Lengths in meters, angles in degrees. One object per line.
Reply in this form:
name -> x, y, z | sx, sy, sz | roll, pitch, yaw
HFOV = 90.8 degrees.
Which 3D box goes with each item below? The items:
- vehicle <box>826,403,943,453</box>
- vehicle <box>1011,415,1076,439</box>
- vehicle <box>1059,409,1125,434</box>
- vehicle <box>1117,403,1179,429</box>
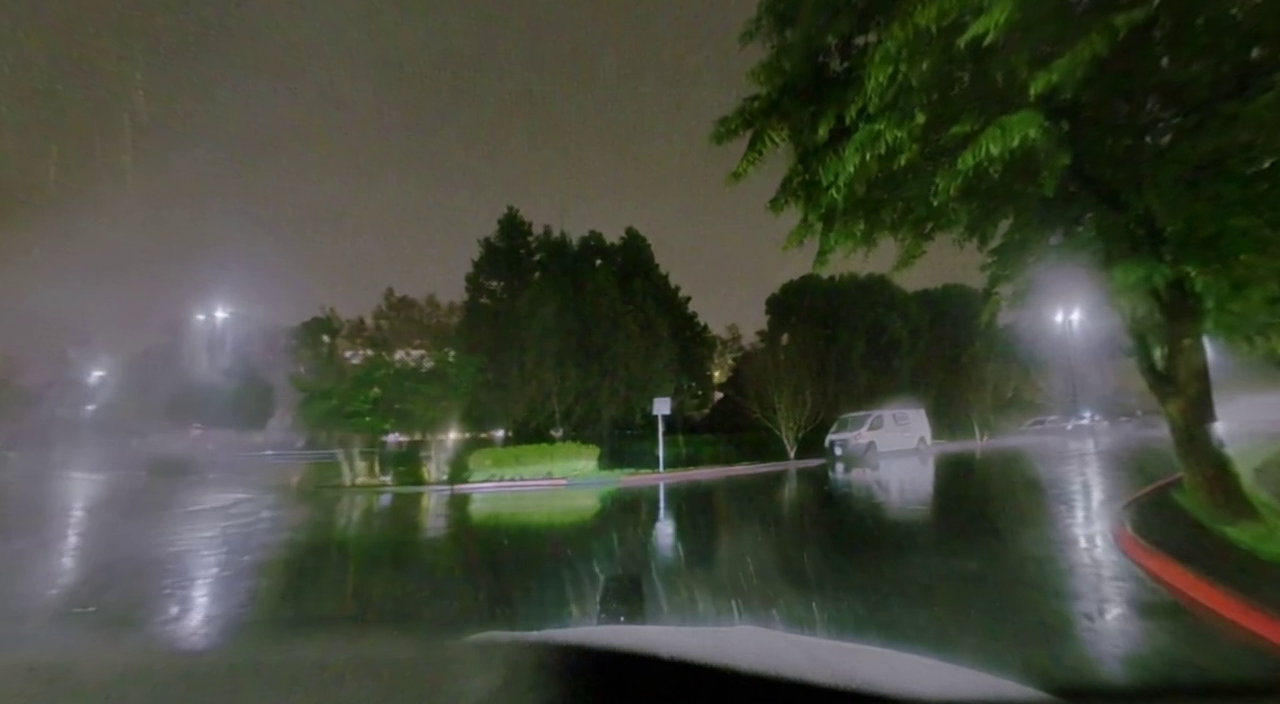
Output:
vehicle -> 11.739, 3.687, 30.207 | 5.547, 2.193, 2.433 | 6, -10, -34
vehicle -> 25.187, 4.655, 39.407 | 3.630, 1.191, 1.938 | 4, -15, -34
vehicle -> 30.526, 4.736, 42.640 | 4.383, 1.525, 2.038 | 5, -9, -33
vehicle -> 39.087, 4.923, 48.595 | 4.912, 1.741, 2.360 | 7, -8, -35
